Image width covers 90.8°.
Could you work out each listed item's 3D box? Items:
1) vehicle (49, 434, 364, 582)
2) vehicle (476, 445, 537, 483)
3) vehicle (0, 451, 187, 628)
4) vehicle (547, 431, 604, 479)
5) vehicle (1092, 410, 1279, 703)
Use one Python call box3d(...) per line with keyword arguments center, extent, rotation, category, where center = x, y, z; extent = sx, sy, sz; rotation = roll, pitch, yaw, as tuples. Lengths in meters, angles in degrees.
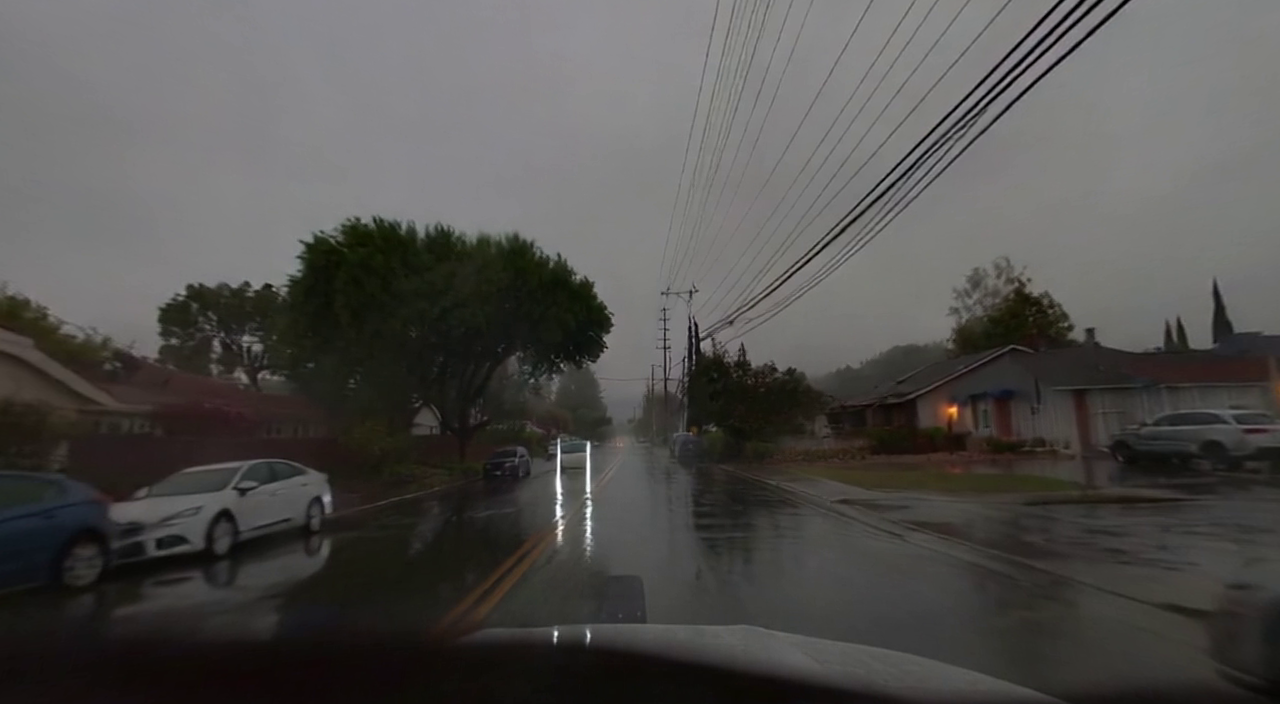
box3d(center=(-6.634, 2.358, 10.530), extent=(1.985, 1.712, 4.703), rotation=(-5, -8, -1), category="vehicle")
box3d(center=(-6.457, 5.427, 30.946), extent=(2.055, 1.666, 4.168), rotation=(-2, -9, 1), category="vehicle")
box3d(center=(-6.456, 1.666, 5.285), extent=(1.995, 1.469, 4.931), rotation=(-4, -8, -4), category="vehicle")
box3d(center=(-3.049, 4.994, 30.765), extent=(2.154, 2.051, 4.571), rotation=(-2, -9, 2), category="vehicle")
box3d(center=(3.746, 0.787, 1.231), extent=(2.108, 1.493, 4.878), rotation=(0, -8, 0), category="vehicle")
